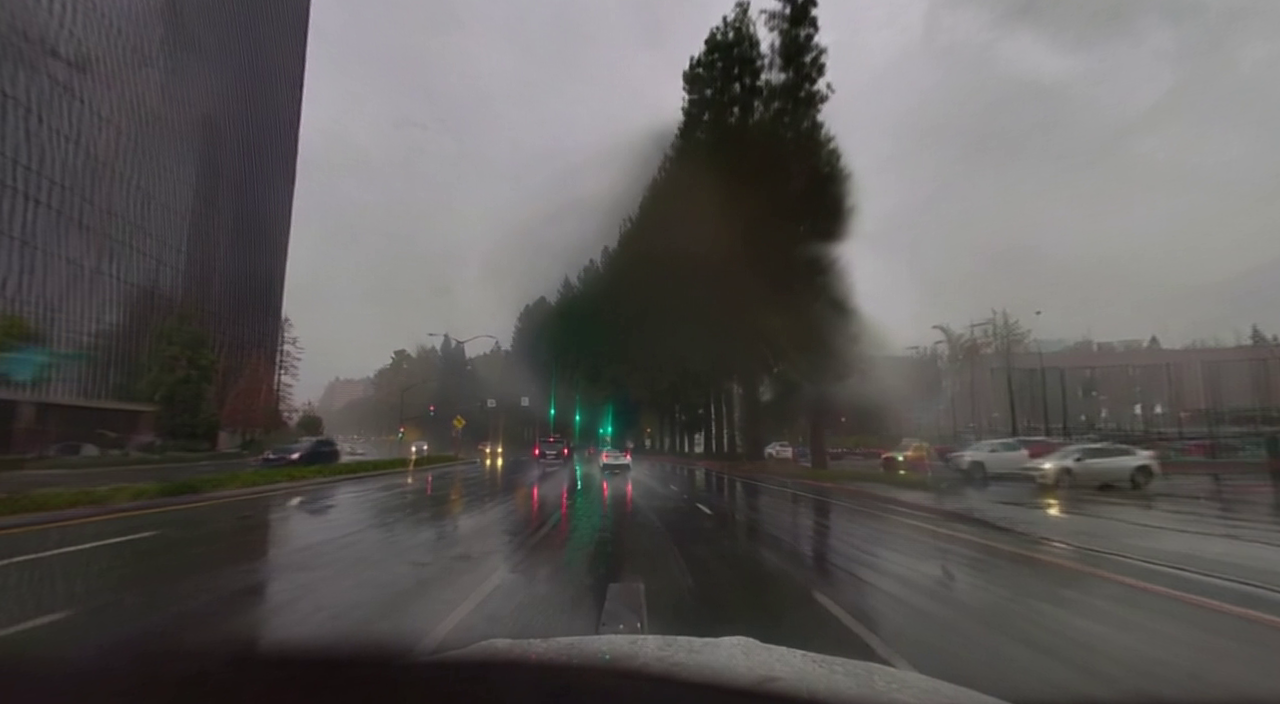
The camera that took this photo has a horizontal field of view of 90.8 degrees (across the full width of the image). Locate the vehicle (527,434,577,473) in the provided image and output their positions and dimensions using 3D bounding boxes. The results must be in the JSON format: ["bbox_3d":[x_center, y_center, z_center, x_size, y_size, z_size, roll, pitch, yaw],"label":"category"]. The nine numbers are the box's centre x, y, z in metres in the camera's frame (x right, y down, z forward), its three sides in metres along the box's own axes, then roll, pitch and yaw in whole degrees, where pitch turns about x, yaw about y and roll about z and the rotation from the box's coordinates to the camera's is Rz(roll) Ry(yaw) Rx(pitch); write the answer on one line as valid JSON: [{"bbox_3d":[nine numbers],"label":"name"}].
[{"bbox_3d":[-4.345,5.079,31.829,2.001,1.784,4.483,0,-8,-2],"label":"vehicle"}]

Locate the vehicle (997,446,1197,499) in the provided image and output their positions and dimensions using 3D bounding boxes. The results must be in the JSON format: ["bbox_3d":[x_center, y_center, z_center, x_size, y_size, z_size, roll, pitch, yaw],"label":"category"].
[{"bbox_3d":[13.568,3.580,19.002,4.470,1.429,1.878,0,-7,3],"label":"vehicle"}]

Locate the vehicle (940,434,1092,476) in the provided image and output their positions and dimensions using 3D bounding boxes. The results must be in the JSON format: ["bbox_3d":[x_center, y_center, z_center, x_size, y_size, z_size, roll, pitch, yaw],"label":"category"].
[{"bbox_3d":[13.570,3.750,22.994,4.373,1.437,1.630,-1,-9,3],"label":"vehicle"}]

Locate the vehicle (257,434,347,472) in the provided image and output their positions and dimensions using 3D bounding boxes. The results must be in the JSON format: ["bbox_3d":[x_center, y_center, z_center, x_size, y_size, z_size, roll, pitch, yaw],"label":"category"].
[{"bbox_3d":[-15.781,4.755,29.822,1.856,1.625,4.574,0,-8,-3],"label":"vehicle"}]

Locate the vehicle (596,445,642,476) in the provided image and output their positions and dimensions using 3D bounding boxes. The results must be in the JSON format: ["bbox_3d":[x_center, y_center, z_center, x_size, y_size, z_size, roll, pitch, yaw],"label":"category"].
[{"bbox_3d":[-1.025,5.103,30.006,2.050,1.385,4.096,0,-8,-3],"label":"vehicle"}]
